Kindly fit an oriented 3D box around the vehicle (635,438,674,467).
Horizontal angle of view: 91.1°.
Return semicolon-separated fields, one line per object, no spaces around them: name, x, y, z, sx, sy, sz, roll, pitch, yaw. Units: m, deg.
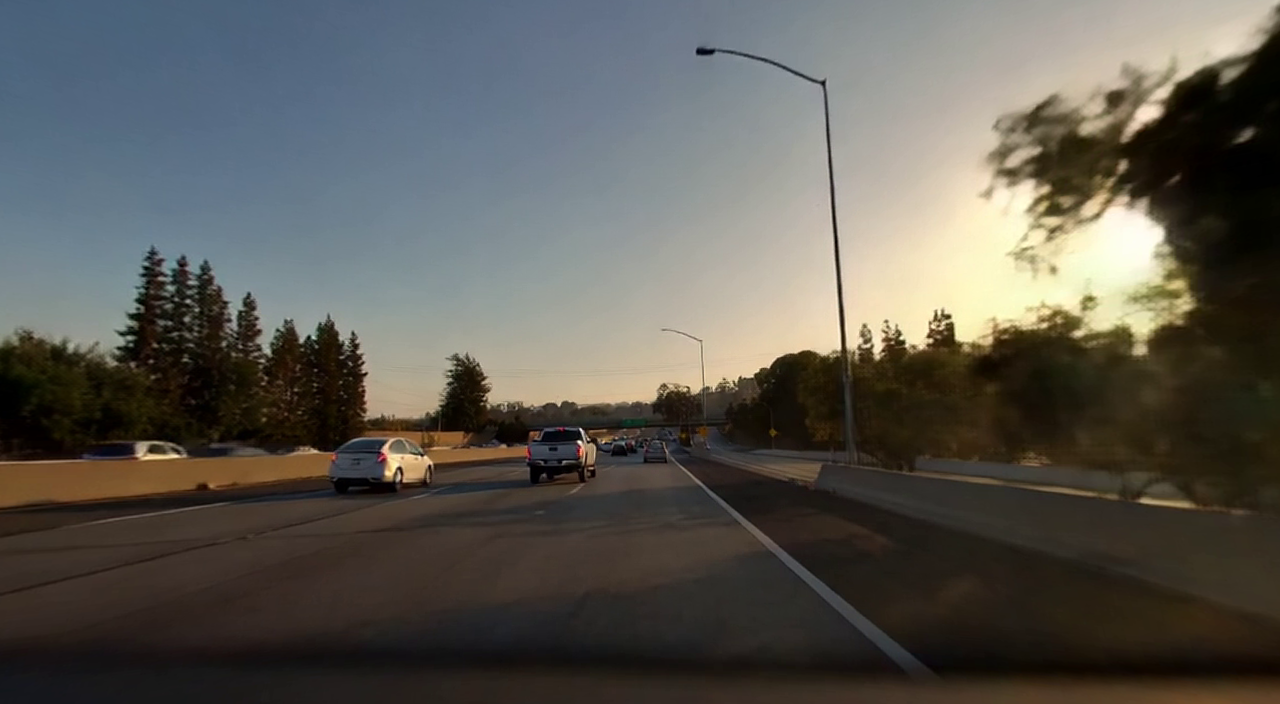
vehicle;0.760;5.512;34.688;2.013;1.444;4.447;0;-8;1

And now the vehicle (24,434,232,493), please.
vehicle;-14.500;3.165;18.270;1.938;1.475;4.760;0;-8;2

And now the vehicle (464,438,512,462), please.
vehicle;-9.976;6.474;41.493;1.915;1.472;4.502;0;-8;2

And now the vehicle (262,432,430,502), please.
vehicle;-7.104;2.804;15.798;1.964;1.481;4.425;0;-8;2

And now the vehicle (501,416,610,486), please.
vehicle;-2.684;3.431;22.154;2.815;2.092;6.526;0;-8;1
